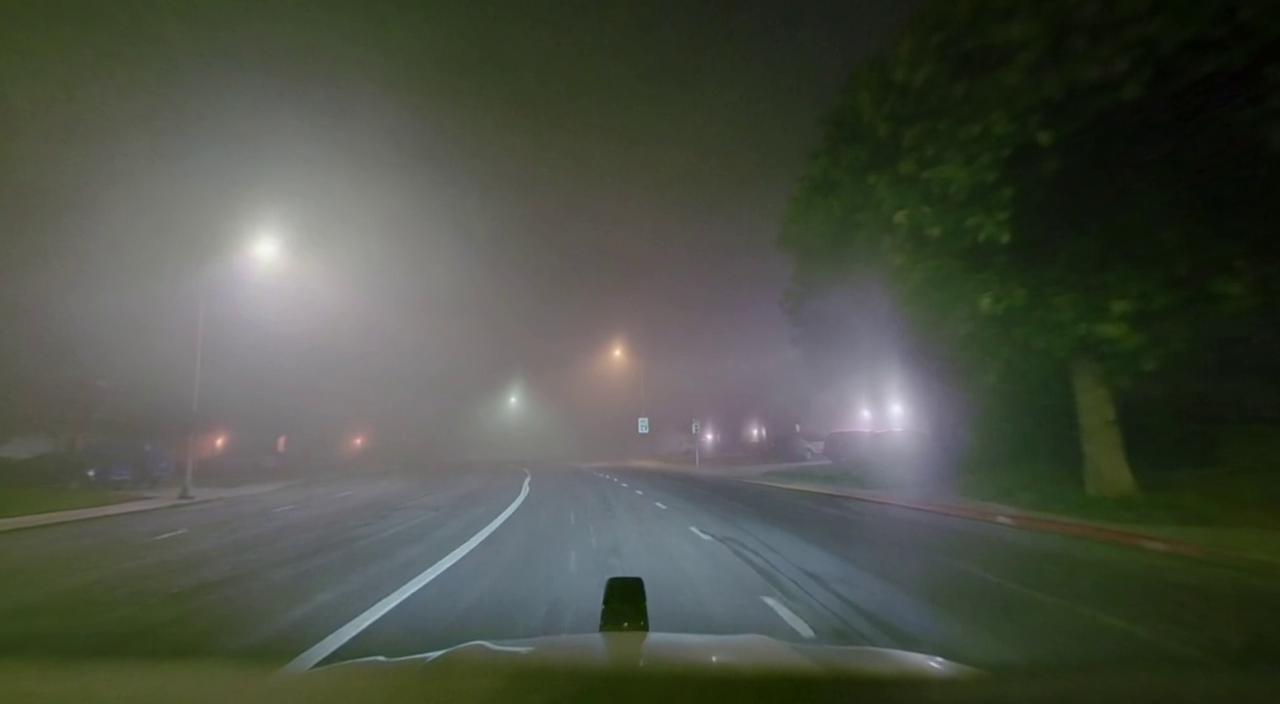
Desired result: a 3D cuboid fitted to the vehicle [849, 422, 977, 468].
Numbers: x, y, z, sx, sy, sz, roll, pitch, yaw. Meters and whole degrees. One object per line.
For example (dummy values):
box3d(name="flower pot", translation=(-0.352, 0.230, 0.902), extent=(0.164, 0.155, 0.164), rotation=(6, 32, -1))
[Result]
box3d(name="vehicle", translation=(12.225, 4.228, 28.565), extent=(4.693, 1.764, 2.265), rotation=(-4, -9, 7))

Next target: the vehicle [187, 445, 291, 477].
box3d(name="vehicle", translation=(-24.845, 6.740, 39.232), extent=(4.879, 1.854, 2.265), rotation=(2, -9, -15))

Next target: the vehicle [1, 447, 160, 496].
box3d(name="vehicle", translation=(-21.146, 4.487, 24.006), extent=(3.899, 1.729, 2.064), rotation=(1, -8, -7))
